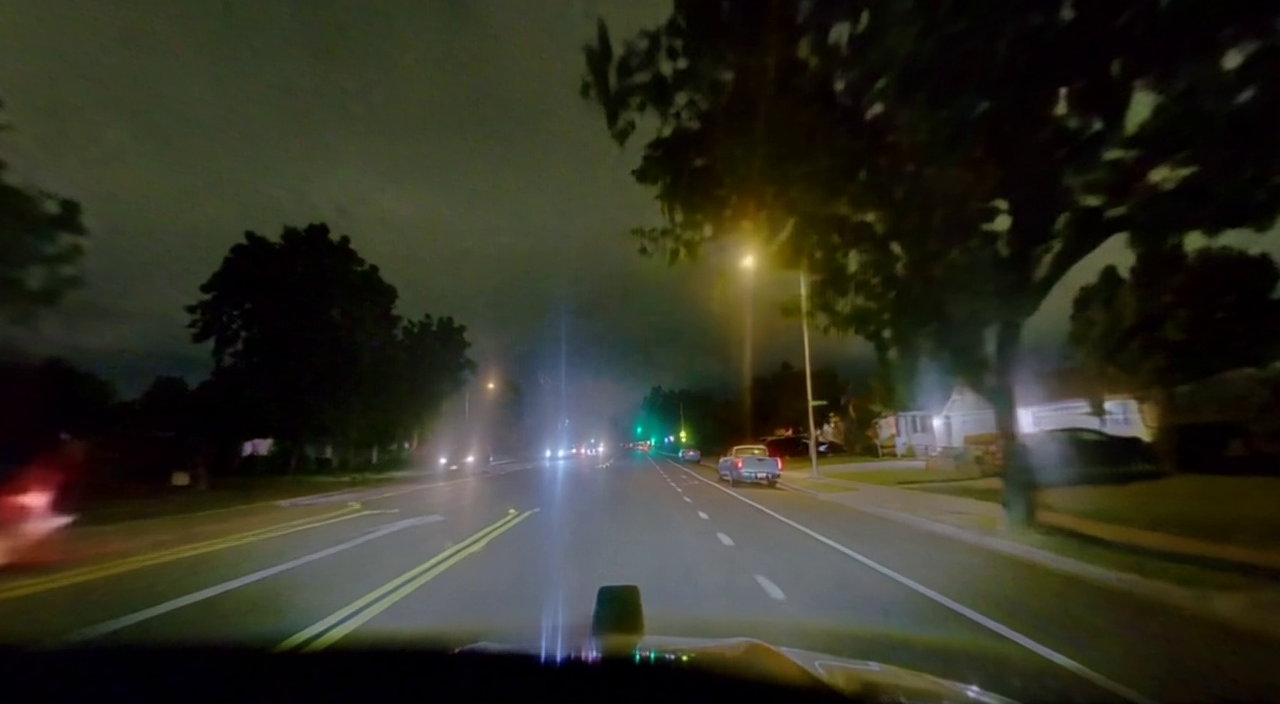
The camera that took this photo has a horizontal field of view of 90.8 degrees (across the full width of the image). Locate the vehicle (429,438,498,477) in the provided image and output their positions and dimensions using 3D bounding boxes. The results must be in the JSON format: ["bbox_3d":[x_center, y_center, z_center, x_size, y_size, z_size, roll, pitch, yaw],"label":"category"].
[{"bbox_3d":[-8.463,5.084,30.681,2.090,1.748,4.345,0,-8,0],"label":"vehicle"}]

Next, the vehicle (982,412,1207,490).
[{"bbox_3d":[11.826,2.603,16.671,4.376,1.509,1.866,-5,-8,-1],"label":"vehicle"}]

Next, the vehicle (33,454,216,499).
[{"bbox_3d":[-18.725,4.524,23.156,4.880,1.500,1.965,0,-8,-2],"label":"vehicle"}]

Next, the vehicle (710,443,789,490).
[{"bbox_3d":[3.791,4.039,22.716,1.991,1.500,4.562,0,-8,-1],"label":"vehicle"}]

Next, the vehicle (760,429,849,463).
[{"bbox_3d":[10.493,6.074,40.545,4.964,1.739,2.184,-4,-10,-1],"label":"vehicle"}]
